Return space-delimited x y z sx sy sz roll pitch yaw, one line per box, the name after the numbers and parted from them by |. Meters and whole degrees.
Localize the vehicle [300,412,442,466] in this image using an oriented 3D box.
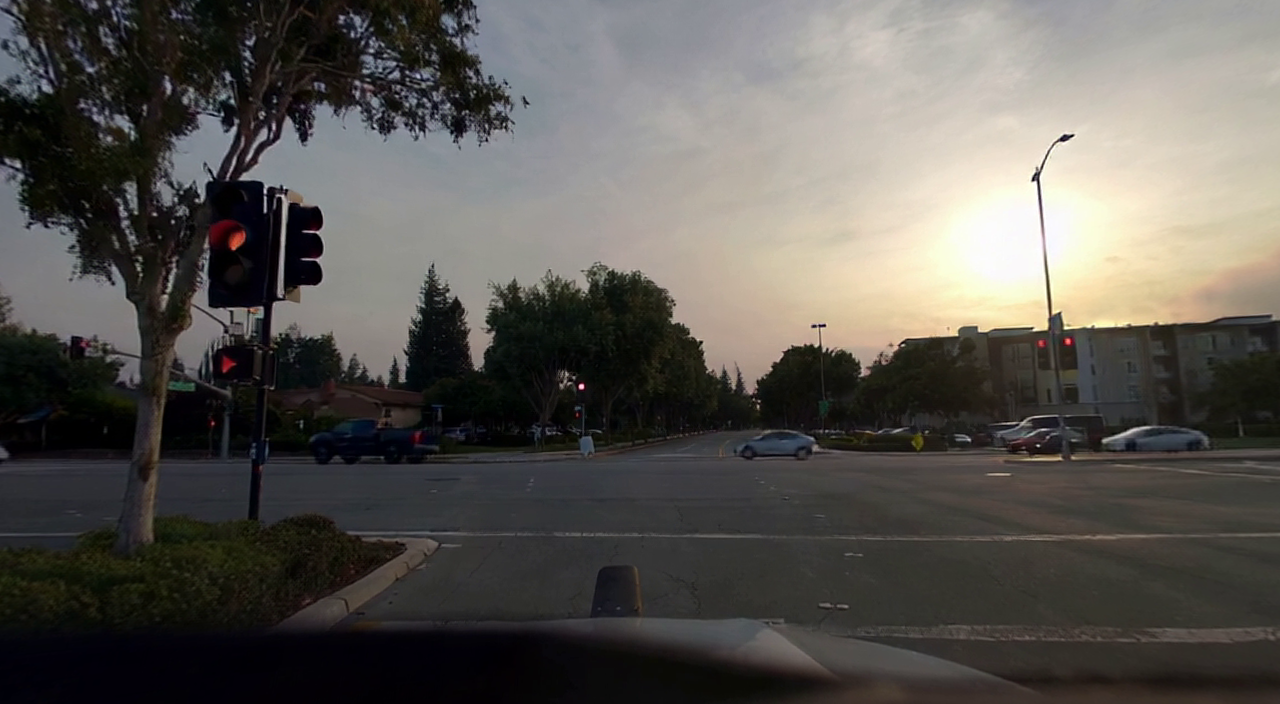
-16.771 5.466 39.602 7.790 3.197 2.653 -2 -9 10 | vehicle

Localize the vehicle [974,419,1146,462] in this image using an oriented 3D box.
15.066 3.214 22.924 4.749 1.461 1.892 -1 -9 9 | vehicle

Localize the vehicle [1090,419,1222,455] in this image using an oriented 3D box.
25.496 4.237 31.383 4.590 1.701 1.881 -2 -9 11 | vehicle

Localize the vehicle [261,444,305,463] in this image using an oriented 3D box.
-27.973 7.917 49.623 2.235 1.417 4.272 3 -9 -20 | vehicle

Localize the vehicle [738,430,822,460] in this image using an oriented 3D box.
7.652 5.141 34.876 4.370 1.592 1.886 -2 -9 10 | vehicle
